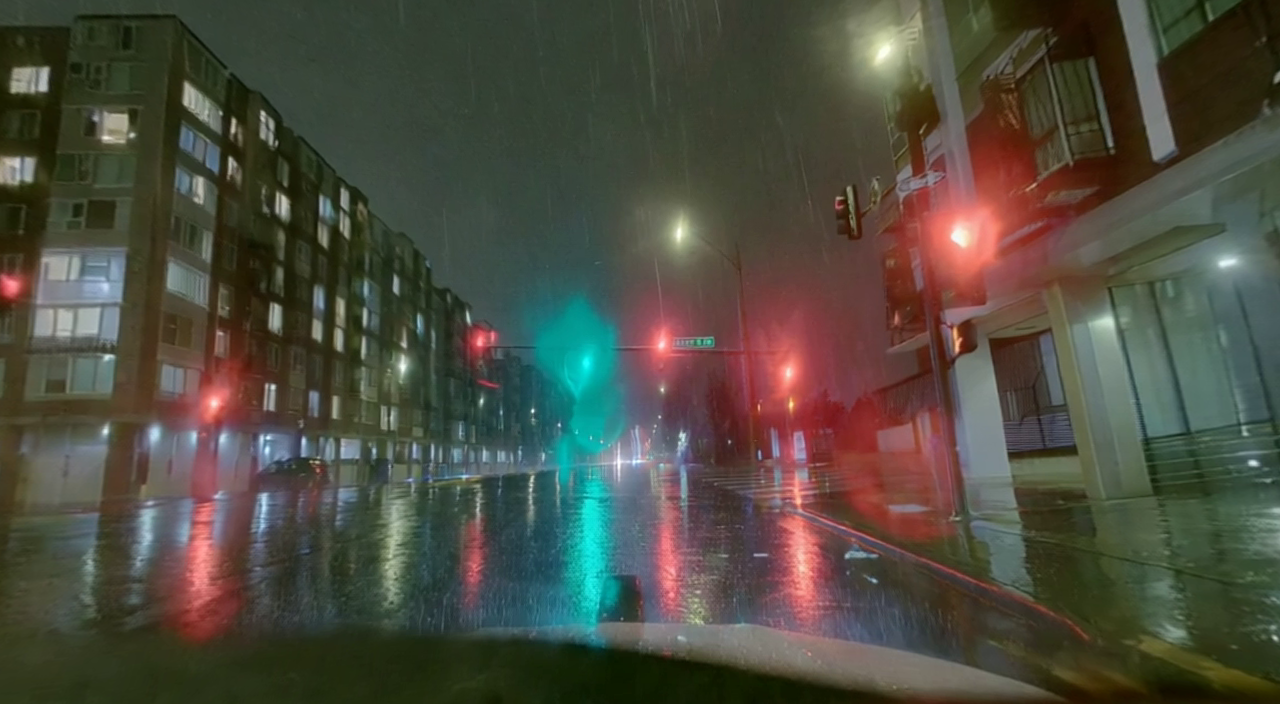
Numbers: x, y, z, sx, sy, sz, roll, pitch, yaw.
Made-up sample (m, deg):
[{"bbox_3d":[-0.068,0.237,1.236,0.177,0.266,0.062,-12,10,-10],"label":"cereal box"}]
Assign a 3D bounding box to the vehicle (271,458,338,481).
[{"bbox_3d":[-24.612,8.659,46.312,3.882,1.600,1.768,0,-9,2],"label":"vehicle"}]
